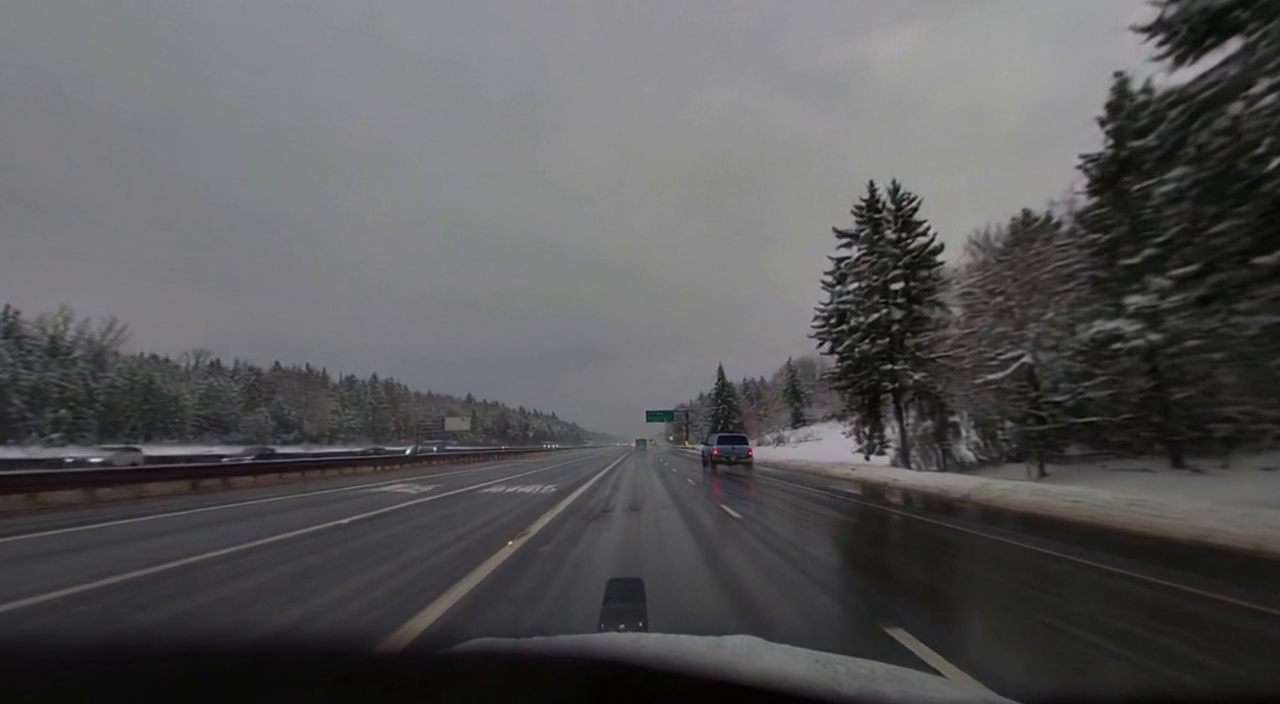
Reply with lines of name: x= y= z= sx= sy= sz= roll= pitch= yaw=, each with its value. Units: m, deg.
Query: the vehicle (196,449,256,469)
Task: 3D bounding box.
vehicle: x=-32.638 y=8.402 z=49.823 sx=1.837 sy=1.432 sz=4.253 roll=0 pitch=-8 yaw=0

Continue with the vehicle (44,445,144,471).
vehicle: x=-39.720 y=7.693 z=46.098 sx=2.139 sy=1.695 sz=5.697 roll=-1 pitch=-8 yaw=1

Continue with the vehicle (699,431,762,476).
vehicle: x=4.221 y=4.806 z=30.151 sx=2.172 sy=1.930 sz=4.879 roll=0 pitch=-8 yaw=-1
